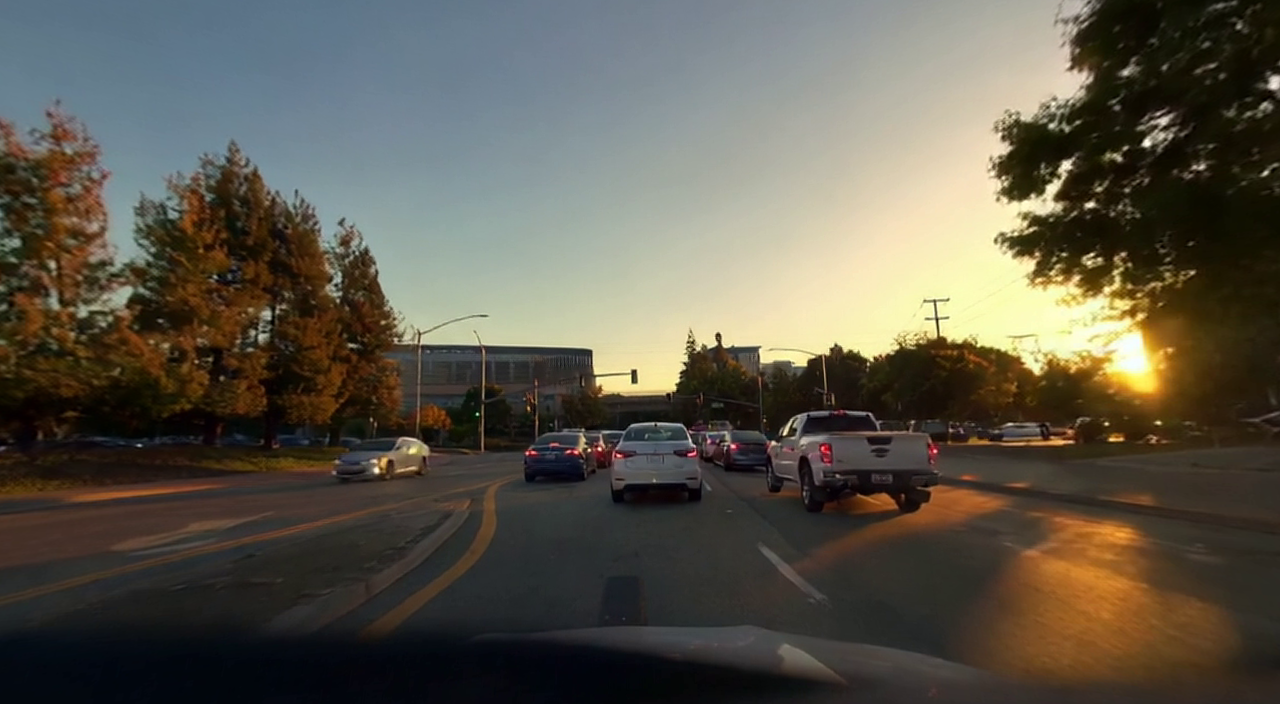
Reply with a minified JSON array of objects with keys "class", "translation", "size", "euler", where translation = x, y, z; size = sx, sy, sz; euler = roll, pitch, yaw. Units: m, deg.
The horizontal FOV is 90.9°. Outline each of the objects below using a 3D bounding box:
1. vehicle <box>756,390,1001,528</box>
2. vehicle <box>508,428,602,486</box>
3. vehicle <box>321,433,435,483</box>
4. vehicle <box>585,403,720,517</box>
[{"class":"vehicle","translation":[3.767,1.888,11.556],"size":[2.317,1.857,5.940],"euler":[0,-9,2]},{"class":"vehicle","translation":[-2.335,3.023,18.475],"size":[2.023,1.494,4.259],"euler":[-1,-8,2]},{"class":"vehicle","translation":[-8.805,3.593,21.618],"size":[1.868,1.496,4.219],"euler":[0,-9,4]},{"class":"vehicle","translation":[0.285,1.991,11.944],"size":[2.113,1.768,3.901],"euler":[0,-9,3]}]
